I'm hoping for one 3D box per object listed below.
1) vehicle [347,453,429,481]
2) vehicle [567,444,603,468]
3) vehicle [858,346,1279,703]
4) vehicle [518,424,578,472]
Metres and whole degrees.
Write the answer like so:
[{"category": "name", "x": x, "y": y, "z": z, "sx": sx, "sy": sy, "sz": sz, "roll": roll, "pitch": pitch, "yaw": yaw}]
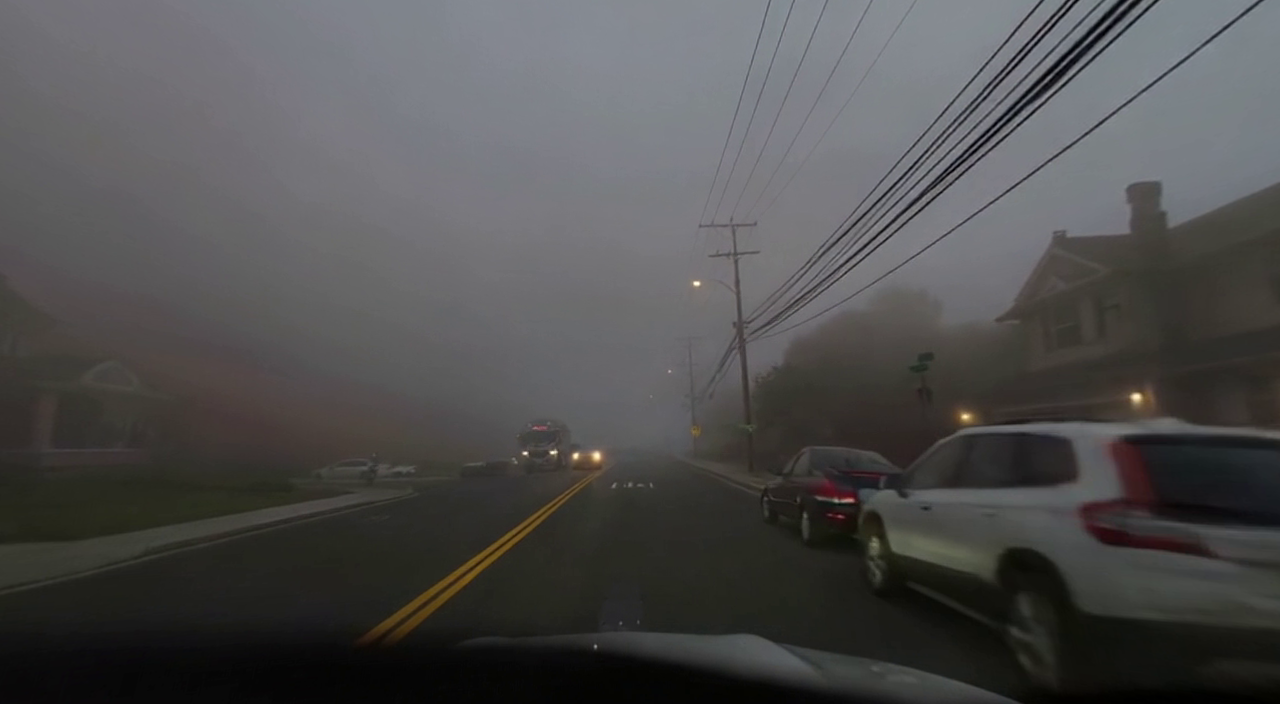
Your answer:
[{"category": "vehicle", "x": -15.261, "y": 6.999, "z": 38.501, "sx": 4.204, "sy": 1.626, "sz": 1.874, "roll": 1, "pitch": -9, "yaw": -5}, {"category": "vehicle", "x": -3.592, "y": 6.911, "z": 42.142, "sx": 1.912, "sy": 1.491, "sz": 4.375, "roll": 0, "pitch": -9, "yaw": 1}, {"category": "vehicle", "x": 3.132, "y": 1.151, "z": 4.210, "sx": 1.945, "sy": 1.792, "sz": 3.903, "roll": 0, "pitch": -9, "yaw": 0}, {"category": "vehicle", "x": -6.746, "y": 7.103, "z": 47.678, "sx": 3.197, "sy": 3.187, "sz": 7.847, "roll": -2, "pitch": -7, "yaw": 1}]
